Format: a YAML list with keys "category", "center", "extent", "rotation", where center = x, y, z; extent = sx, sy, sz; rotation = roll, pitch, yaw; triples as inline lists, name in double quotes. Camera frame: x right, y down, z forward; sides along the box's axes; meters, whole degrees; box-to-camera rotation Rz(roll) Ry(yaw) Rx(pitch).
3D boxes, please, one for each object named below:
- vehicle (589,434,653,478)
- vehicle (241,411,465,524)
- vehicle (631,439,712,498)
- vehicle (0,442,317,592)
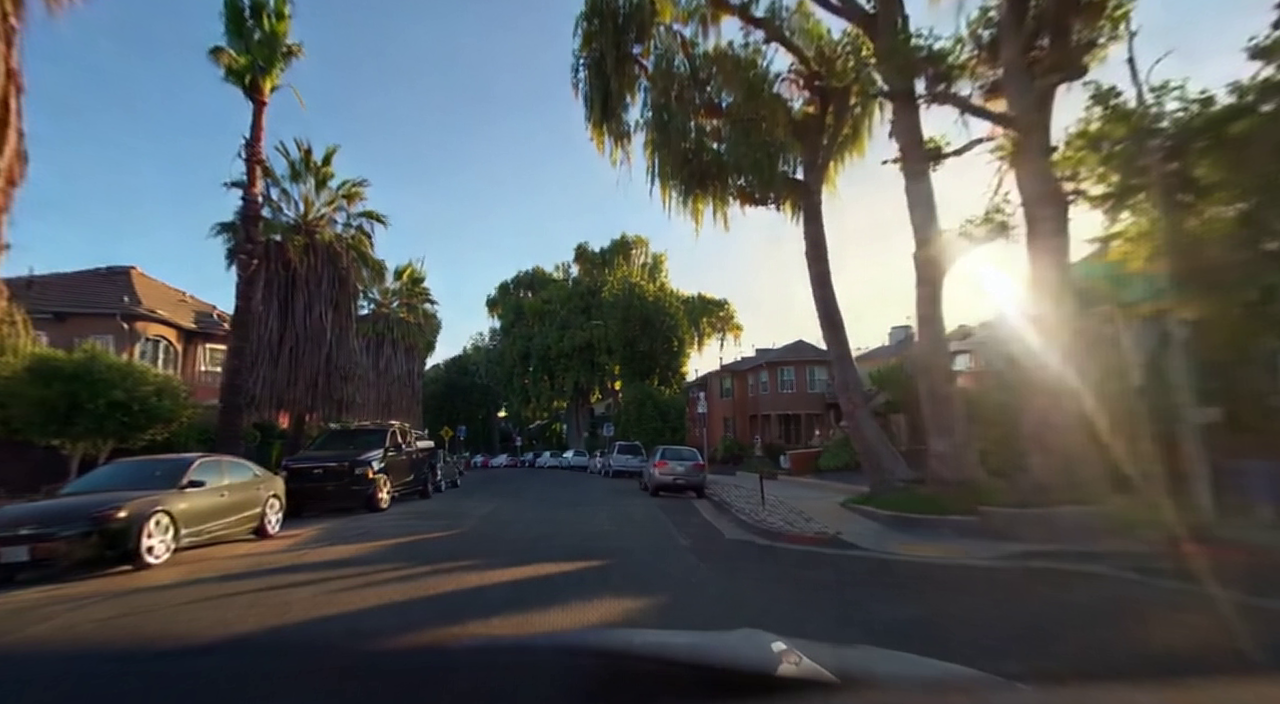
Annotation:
- category: "vehicle"
  center: [-1.059, 5.199, 31.686]
  extent: [2.139, 1.997, 4.864]
  rotation: [2, -9, -15]
- category: "vehicle"
  center: [-6.520, 2.740, 15.630]
  extent: [2.624, 2.178, 6.522]
  rotation: [0, -8, -2]
- category: "vehicle"
  center: [0.882, 3.697, 20.419]
  extent: [2.076, 1.658, 4.604]
  rotation: [1, -9, -4]
- category: "vehicle"
  center: [-6.587, 2.081, 8.885]
  extent: [1.875, 1.585, 4.184]
  rotation: [0, -8, -1]
